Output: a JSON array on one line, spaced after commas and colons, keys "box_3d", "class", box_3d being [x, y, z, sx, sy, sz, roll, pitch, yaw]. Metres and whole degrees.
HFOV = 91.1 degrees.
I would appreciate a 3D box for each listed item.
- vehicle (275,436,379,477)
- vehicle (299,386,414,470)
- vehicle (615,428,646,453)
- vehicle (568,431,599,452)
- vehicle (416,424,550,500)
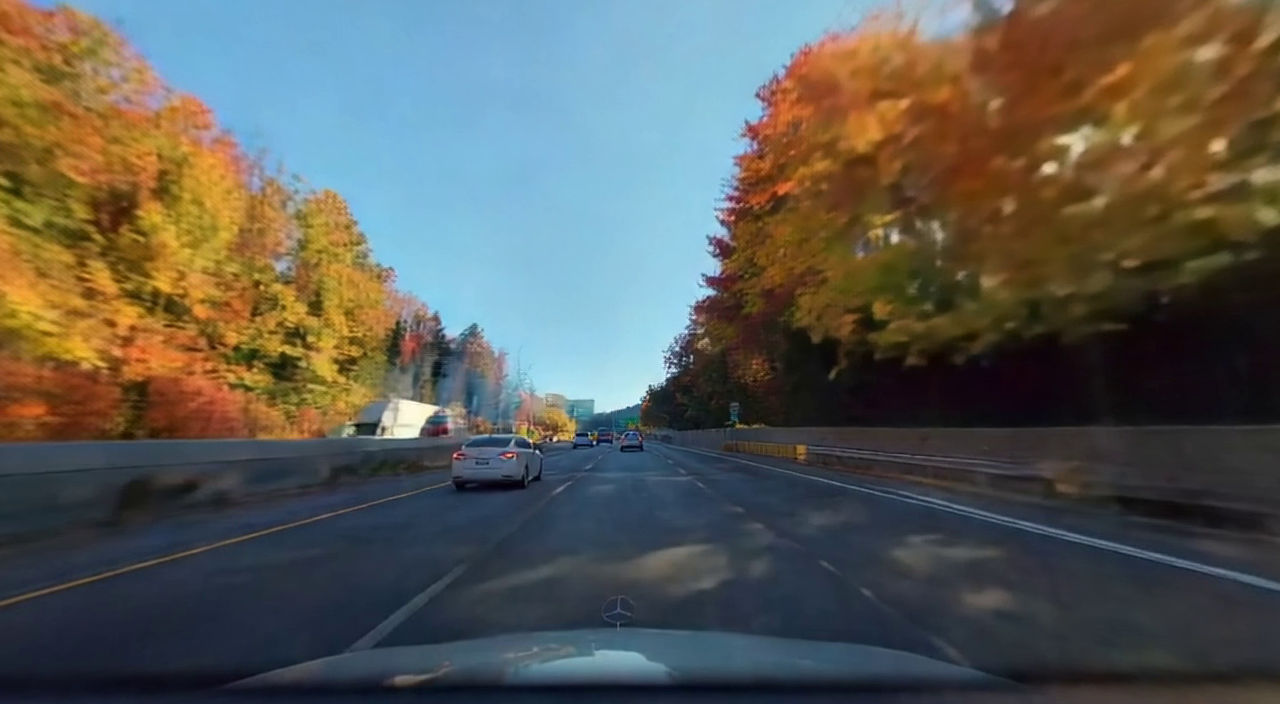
[{"box_3d": [-12.155, 4.060, 24.743, 2.152, 1.480, 3.843, 0, -8, 0], "class": "vehicle"}, {"box_3d": [-15.705, 4.321, 35.531, 3.395, 4.263, 6.355, 1, -7, 0], "class": "vehicle"}, {"box_3d": [-0.651, 6.163, 43.684, 2.054, 1.609, 3.859, 0, -8, -1], "class": "vehicle"}, {"box_3d": [-4.442, 7.078, 49.787, 2.071, 1.524, 4.398, 0, -8, 0], "class": "vehicle"}, {"box_3d": [-3.468, 2.527, 14.927, 1.989, 1.497, 4.645, 0, -8, 0], "class": "vehicle"}]
